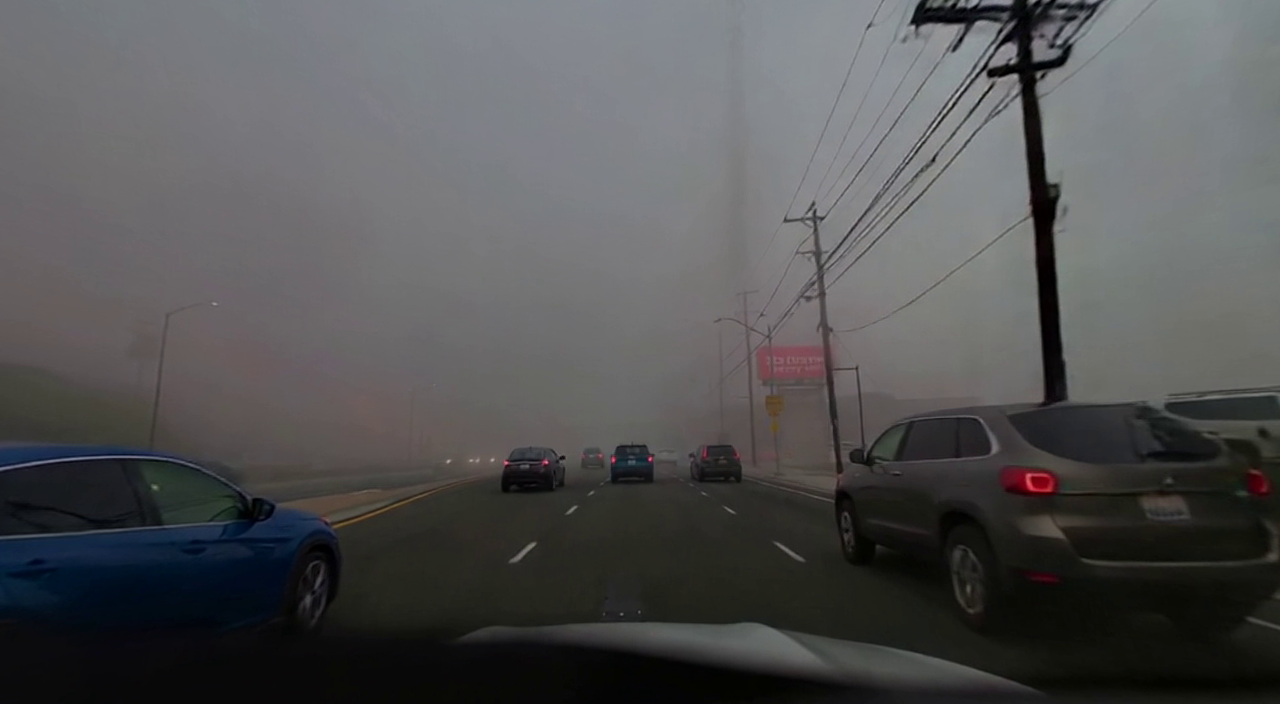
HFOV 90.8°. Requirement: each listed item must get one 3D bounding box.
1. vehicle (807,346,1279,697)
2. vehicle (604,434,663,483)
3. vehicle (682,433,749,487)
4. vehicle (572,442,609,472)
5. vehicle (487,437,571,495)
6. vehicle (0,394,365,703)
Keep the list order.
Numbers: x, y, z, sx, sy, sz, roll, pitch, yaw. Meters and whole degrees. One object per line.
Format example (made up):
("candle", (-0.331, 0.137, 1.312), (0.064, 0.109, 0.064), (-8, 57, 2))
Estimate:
("vehicle", (3.429, 1.257, 5.962), (2.282, 1.897, 4.915), (0, -8, -1))
("vehicle", (-0.316, 4.574, 27.405), (2.326, 1.925, 4.253), (0, -8, -1))
("vehicle", (2.885, 4.214, 24.984), (2.026, 1.904, 4.102), (0, -8, -1))
("vehicle", (-3.576, 7.660, 46.594), (2.405, 2.009, 5.909), (0, -8, -1))
("vehicle", (-3.511, 3.660, 20.692), (2.051, 1.671, 3.861), (0, -8, 0))
("vehicle", (-3.246, 1.005, 2.867), (2.022, 1.498, 4.471), (0, -8, -1))
